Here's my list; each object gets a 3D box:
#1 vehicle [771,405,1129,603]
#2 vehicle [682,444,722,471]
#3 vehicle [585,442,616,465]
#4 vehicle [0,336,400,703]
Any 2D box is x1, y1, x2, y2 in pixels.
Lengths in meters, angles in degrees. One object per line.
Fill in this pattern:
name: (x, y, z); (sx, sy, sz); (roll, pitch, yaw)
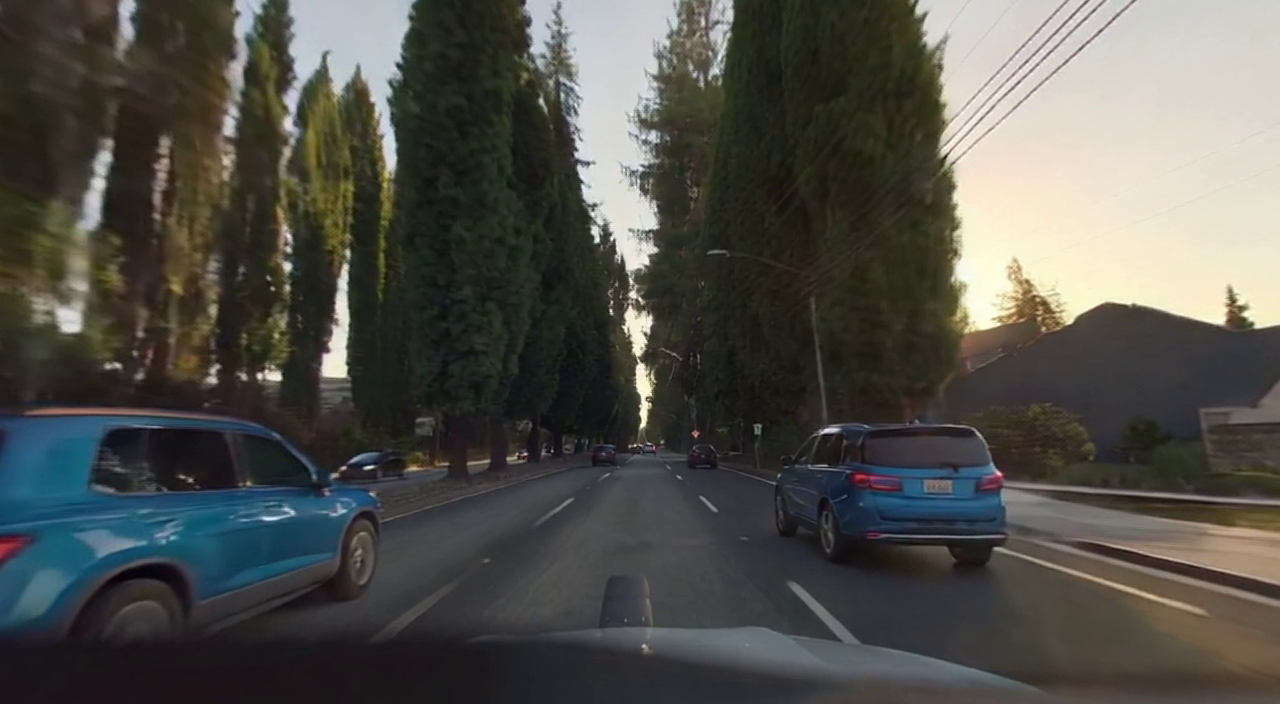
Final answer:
vehicle: (3.223, 1.682, 7.902); (2.182, 1.744, 4.464); (0, -9, 0)
vehicle: (3.631, 6.294, 37.807); (1.906, 1.468, 4.422); (0, -9, 0)
vehicle: (-3.091, 8.007, 49.763); (2.066, 1.725, 4.241); (0, -8, 1)
vehicle: (-3.604, 1.093, 4.251); (2.104, 1.785, 4.494); (0, -9, 1)
